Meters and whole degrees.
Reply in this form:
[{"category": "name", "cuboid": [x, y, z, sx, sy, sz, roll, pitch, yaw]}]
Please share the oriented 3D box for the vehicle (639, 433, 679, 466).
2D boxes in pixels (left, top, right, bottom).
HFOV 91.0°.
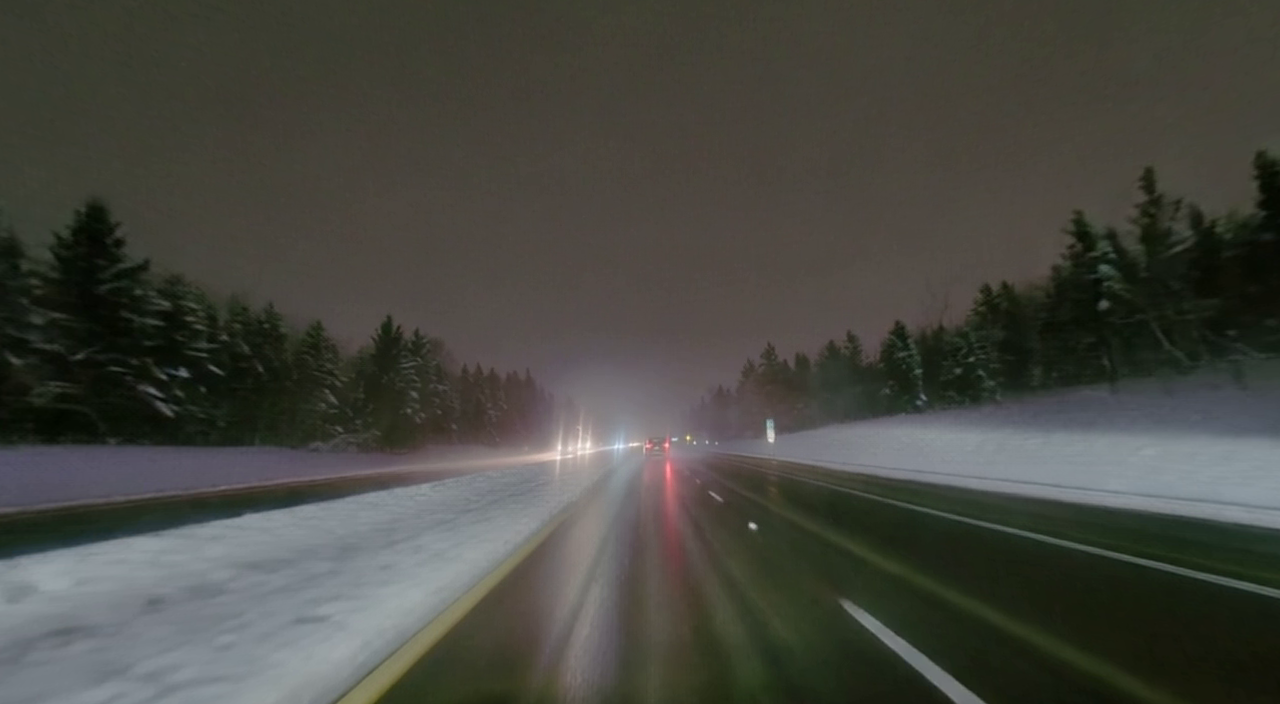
[{"category": "vehicle", "cuboid": [1.174, 6.044, 39.118, 2.301, 1.944, 4.554, 0, -8, 2]}]
